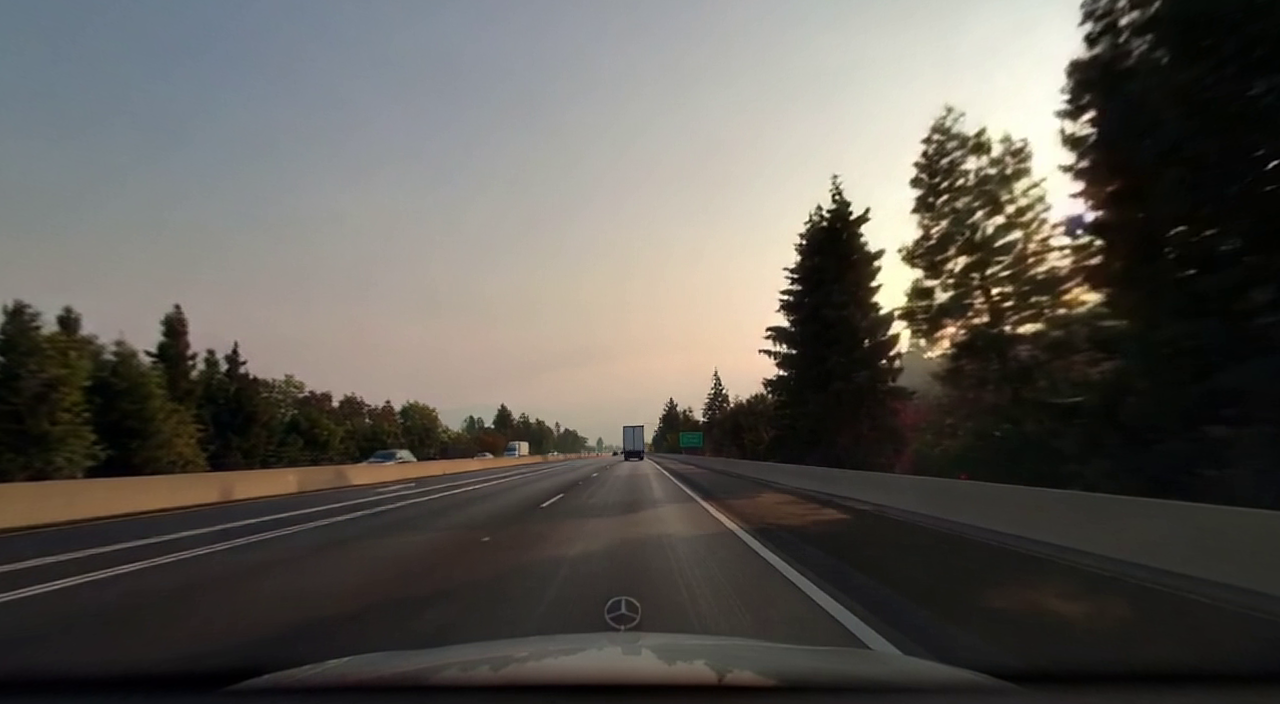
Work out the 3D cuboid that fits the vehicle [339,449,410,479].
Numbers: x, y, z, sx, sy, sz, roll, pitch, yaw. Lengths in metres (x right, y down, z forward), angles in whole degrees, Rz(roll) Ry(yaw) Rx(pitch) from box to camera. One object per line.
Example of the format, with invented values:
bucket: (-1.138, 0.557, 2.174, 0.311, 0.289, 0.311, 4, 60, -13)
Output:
vehicle: (-14.330, 6.042, 34.301, 2.014, 1.530, 4.306, 0, -9, -1)
